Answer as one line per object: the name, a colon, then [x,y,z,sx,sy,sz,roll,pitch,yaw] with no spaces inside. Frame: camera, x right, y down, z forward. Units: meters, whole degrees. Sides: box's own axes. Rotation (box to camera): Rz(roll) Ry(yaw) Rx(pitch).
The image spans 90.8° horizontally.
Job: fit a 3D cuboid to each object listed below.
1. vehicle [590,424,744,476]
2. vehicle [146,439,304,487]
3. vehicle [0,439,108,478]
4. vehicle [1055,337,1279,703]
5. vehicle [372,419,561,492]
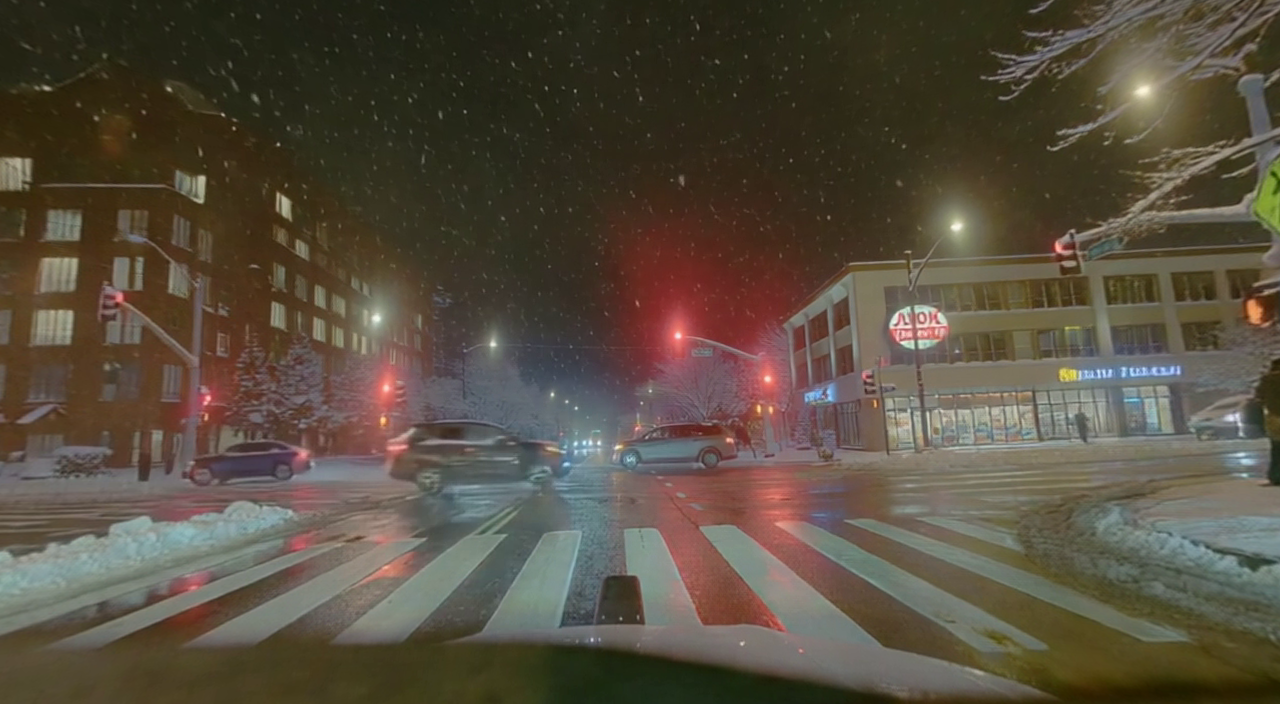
vehicle: [0.792,3.117,20.248,4.612,1.521,1.811,1,-9,-9]
vehicle: [-15.473,4.152,23.811,4.513,1.682,1.810,1,-9,-8]
vehicle: [-31.540,5.603,33.543,2.205,1.903,5.877,1,-9,-9]
vehicle: [3.018,0.610,0.878,1.866,1.654,4.354,0,-8,0]
vehicle: [-4.298,2.641,16.333,4.446,1.714,1.830,1,-8,-7]
